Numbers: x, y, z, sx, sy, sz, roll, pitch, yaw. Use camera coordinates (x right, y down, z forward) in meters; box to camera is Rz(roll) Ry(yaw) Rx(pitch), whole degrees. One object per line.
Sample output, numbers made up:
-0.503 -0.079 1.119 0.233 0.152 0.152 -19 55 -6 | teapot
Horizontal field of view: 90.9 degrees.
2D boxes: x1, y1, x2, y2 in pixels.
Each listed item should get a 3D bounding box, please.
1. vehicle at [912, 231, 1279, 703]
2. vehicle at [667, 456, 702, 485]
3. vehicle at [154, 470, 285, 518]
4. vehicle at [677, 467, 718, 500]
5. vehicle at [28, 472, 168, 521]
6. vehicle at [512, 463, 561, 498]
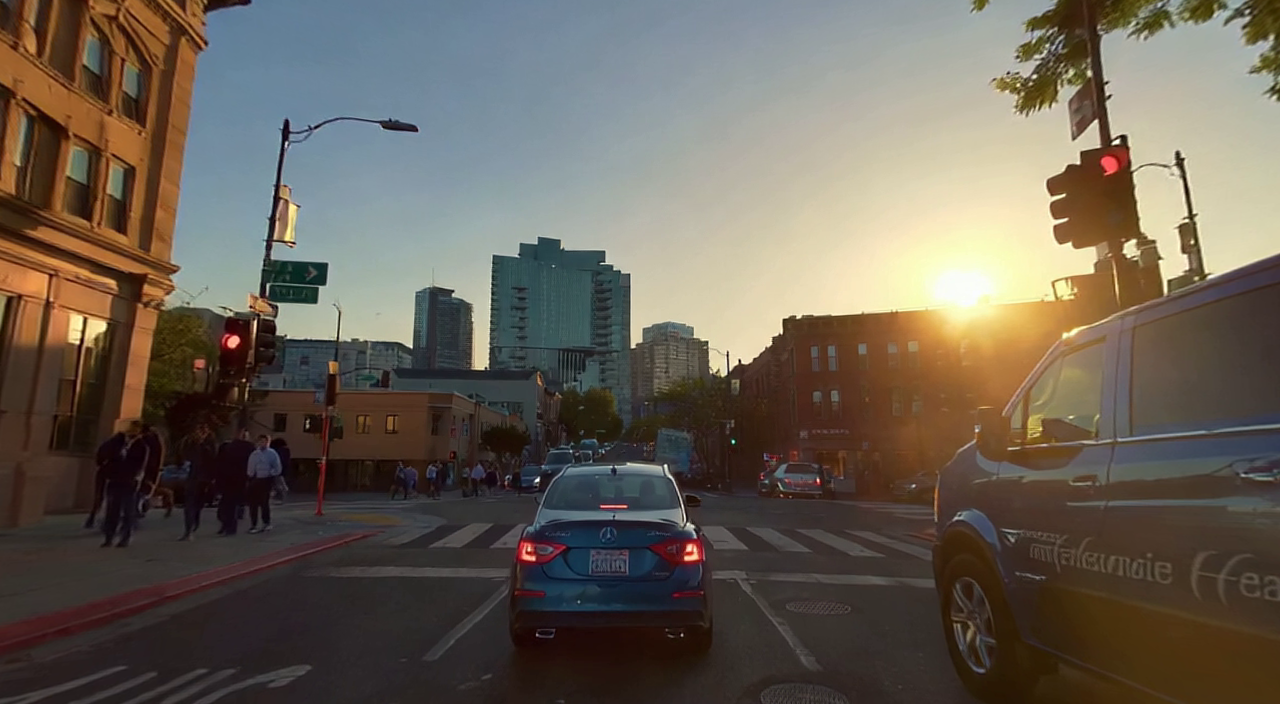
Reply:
3.217 0.542 1.250 2.632 1.979 6.096 0 -9 0 | vehicle
3.327 8.995 48.161 2.365 1.994 4.259 0 -9 0 | vehicle
-19.762 6.683 29.776 4.750 2.083 2.002 -1 -9 3 | vehicle
3.495 8.050 38.860 1.908 1.741 4.066 0 -9 -3 | vehicle
-25.436 6.775 29.708 4.588 2.048 2.110 0 -9 0 | vehicle
-6.344 7.882 39.020 2.226 1.896 4.438 -1 -9 1 | vehicle
